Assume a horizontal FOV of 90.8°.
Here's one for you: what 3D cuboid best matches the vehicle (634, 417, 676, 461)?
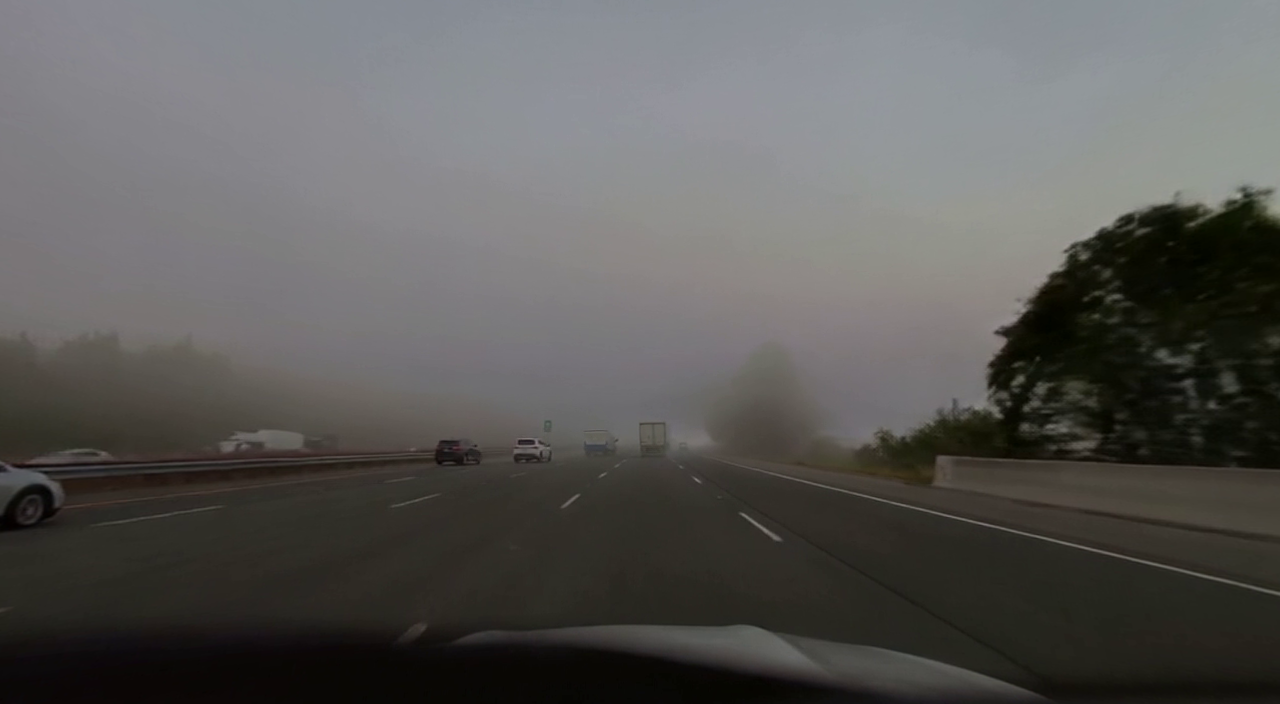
[{"bbox_3d":[1.077,6.226,45.239,2.768,2.854,6.757,0,-8,1],"label":"vehicle"}]

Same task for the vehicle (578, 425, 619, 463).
[{"bbox_3d":[-2.812,6.484,44.422,2.328,2.519,5.238,0,-8,3],"label":"vehicle"}]

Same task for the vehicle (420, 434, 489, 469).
[{"bbox_3d":[-10.195,5.535,35.252,2.080,1.777,5.450,0,-8,1],"label":"vehicle"}]

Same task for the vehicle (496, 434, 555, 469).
[{"bbox_3d":[-6.442,5.662,36.131,2.206,1.838,4.889,0,-8,3],"label":"vehicle"}]
